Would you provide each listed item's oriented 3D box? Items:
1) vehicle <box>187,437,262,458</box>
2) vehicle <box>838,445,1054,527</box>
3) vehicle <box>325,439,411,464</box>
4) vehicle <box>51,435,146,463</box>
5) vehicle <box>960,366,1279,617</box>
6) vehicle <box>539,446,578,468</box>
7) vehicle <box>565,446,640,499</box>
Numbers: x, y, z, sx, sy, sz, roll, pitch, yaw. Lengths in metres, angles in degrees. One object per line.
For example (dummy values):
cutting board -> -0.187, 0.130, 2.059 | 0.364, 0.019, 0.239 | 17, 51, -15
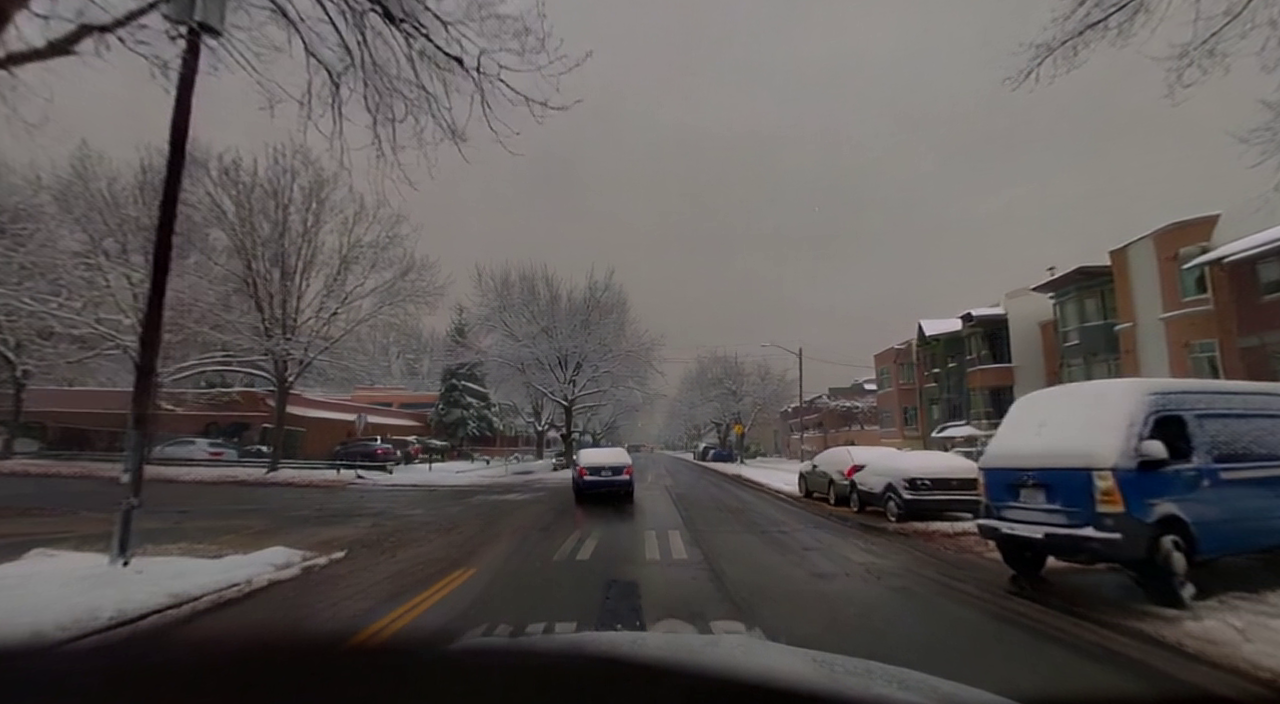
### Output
vehicle -> -31.861, 7.332, 48.535 | 4.410, 1.611, 1.880 | 0, -9, -1
vehicle -> 6.485, 2.731, 13.401 | 4.097, 1.476, 1.864 | 4, -9, -25
vehicle -> -18.336, 6.729, 42.769 | 4.892, 1.679, 1.927 | 1, -9, -6
vehicle -> -31.776, 5.683, 37.115 | 3.915, 1.574, 1.850 | 0, -9, 3
vehicle -> 6.733, 1.502, 7.610 | 5.385, 2.146, 2.143 | 4, -9, -25
vehicle -> -5.885, 7.659, 46.137 | 2.049, 1.490, 4.501 | 0, -8, 3
vehicle -> -1.241, 3.710, 19.916 | 2.065, 1.450, 4.522 | 1, -9, -5
